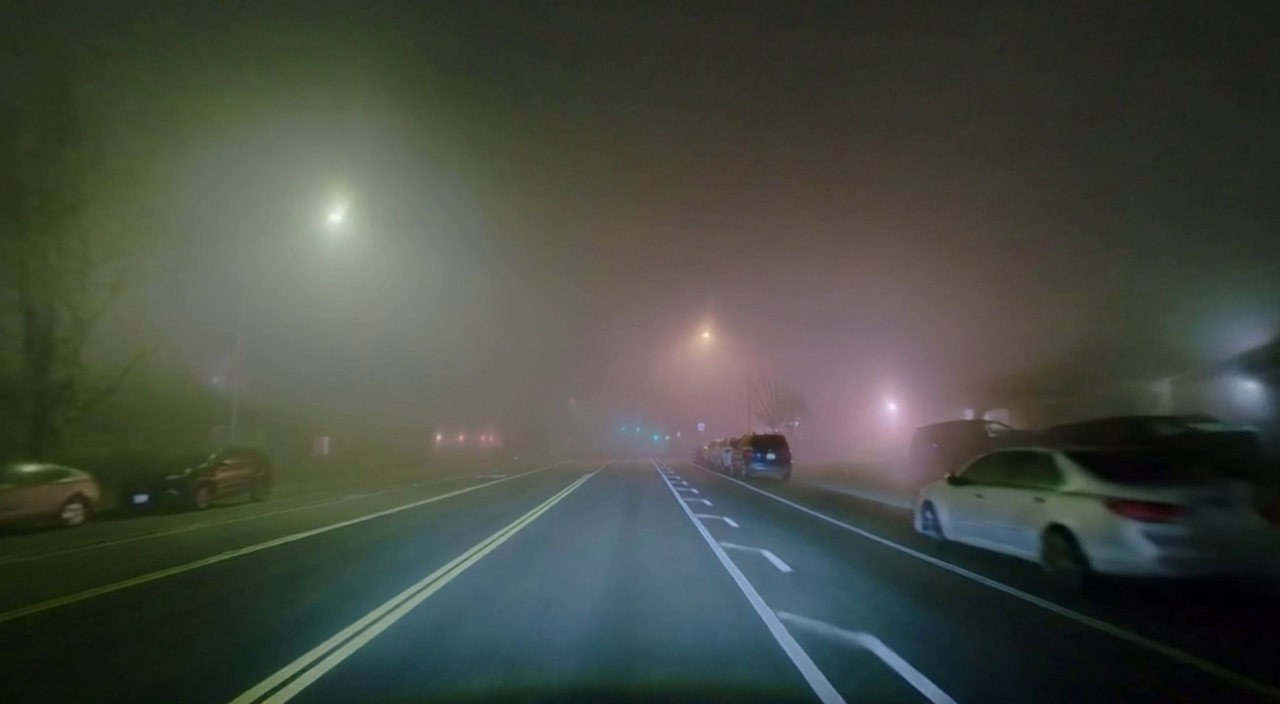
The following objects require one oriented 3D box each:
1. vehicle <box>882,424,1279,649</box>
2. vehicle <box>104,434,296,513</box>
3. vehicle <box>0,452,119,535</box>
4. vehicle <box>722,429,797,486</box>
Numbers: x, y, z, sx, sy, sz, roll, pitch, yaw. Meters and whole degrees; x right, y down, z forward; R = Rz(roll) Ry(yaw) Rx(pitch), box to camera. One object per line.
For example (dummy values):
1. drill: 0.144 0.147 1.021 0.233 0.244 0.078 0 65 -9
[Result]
1. vehicle: 4.691 1.595 6.808 2.035 1.498 4.910 0 -8 -2
2. vehicle: -12.601 3.501 18.652 2.075 1.917 4.984 -2 -9 0
3. vehicle: -12.553 2.683 11.642 1.925 1.498 4.850 -5 -9 -1
4. vehicle: 4.404 3.940 24.164 2.074 1.838 5.402 1 -8 3
